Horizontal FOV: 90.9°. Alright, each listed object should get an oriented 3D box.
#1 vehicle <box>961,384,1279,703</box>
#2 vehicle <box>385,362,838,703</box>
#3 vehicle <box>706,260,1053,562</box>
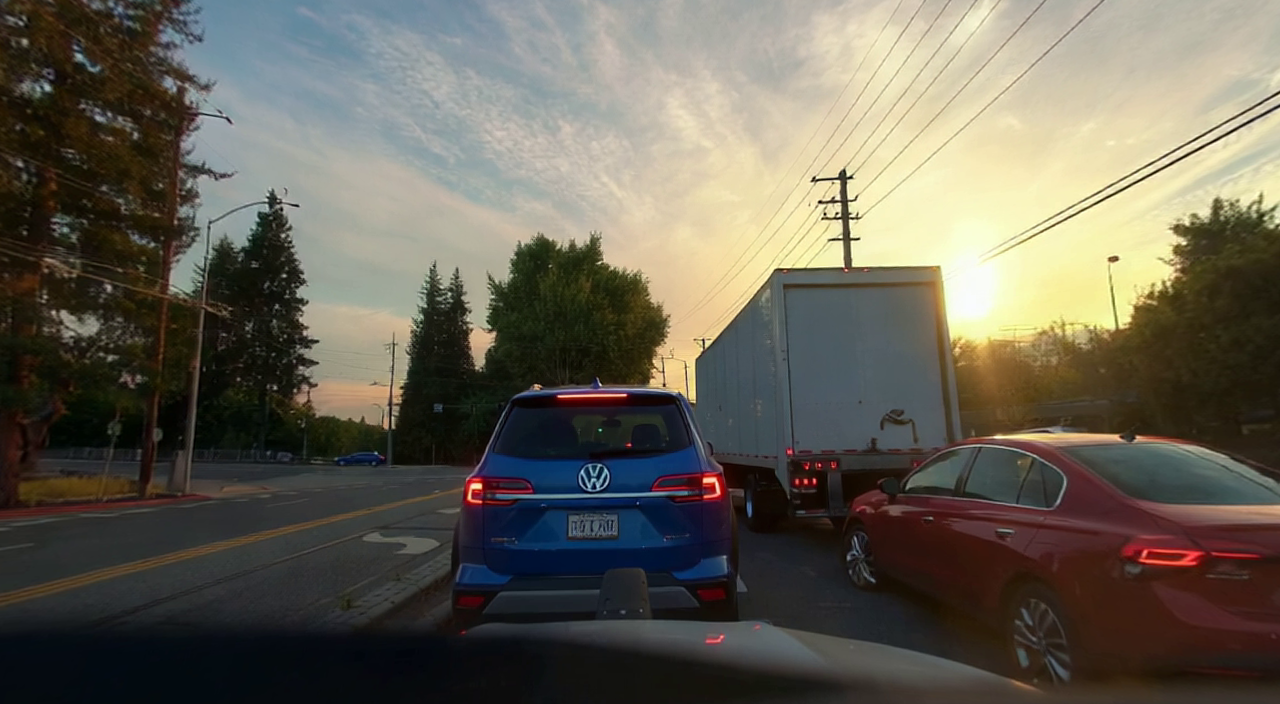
[{"bbox_3d":[2.832,0.747,1.196,1.971,1.484,4.728,0,-8,0],"label":"vehicle"},{"bbox_3d":[-0.129,1.223,5.140,2.114,1.732,4.230,0,-8,0],"label":"vehicle"},{"bbox_3d":[3.228,1.274,11.839,2.915,3.559,8.848,0,-8,0],"label":"vehicle"}]
